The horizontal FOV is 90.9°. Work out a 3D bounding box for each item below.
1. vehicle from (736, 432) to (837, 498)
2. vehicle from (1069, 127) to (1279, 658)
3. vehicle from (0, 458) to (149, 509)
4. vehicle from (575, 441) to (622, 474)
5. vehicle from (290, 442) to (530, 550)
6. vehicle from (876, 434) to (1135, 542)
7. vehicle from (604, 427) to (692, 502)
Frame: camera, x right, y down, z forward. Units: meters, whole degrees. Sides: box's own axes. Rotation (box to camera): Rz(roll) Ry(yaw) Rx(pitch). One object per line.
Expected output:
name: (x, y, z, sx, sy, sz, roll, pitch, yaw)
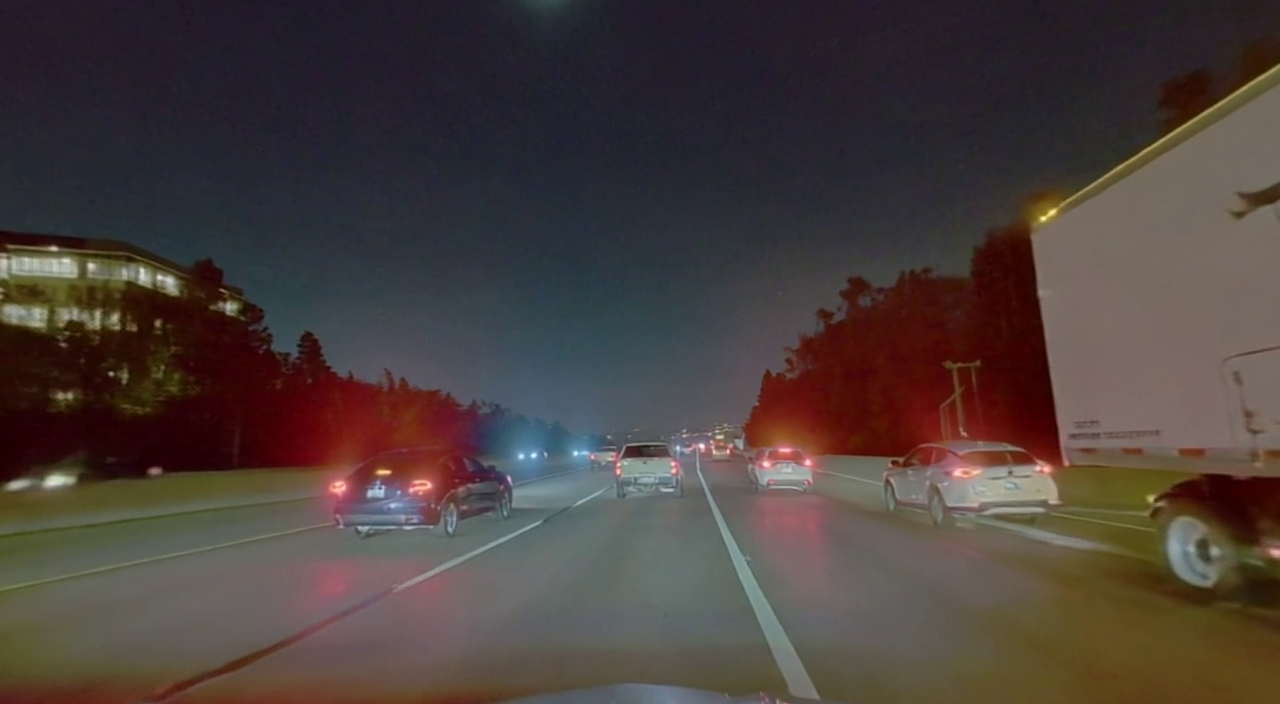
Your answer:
vehicle: (4.188, 3.316, 18.872, 2.156, 1.701, 4.494, -1, -8, 3)
vehicle: (5.226, -0.175, 0.995, 2.987, 3.212, 9.311, -1, -8, 4)
vehicle: (-20.729, 4.737, 23.174, 1.875, 1.607, 4.024, -1, -8, 5)
vehicle: (-2.206, 5.807, 34.993, 1.951, 1.694, 4.188, -1, -8, 5)
vehicle: (-3.590, 2.332, 11.116, 1.965, 1.443, 4.968, -1, -8, 6)
vehicle: (5.923, 2.222, 11.029, 2.053, 1.473, 4.383, -1, -8, 3)
vehicle: (0.364, 3.114, 17.828, 2.153, 1.805, 4.631, -1, -8, 4)
